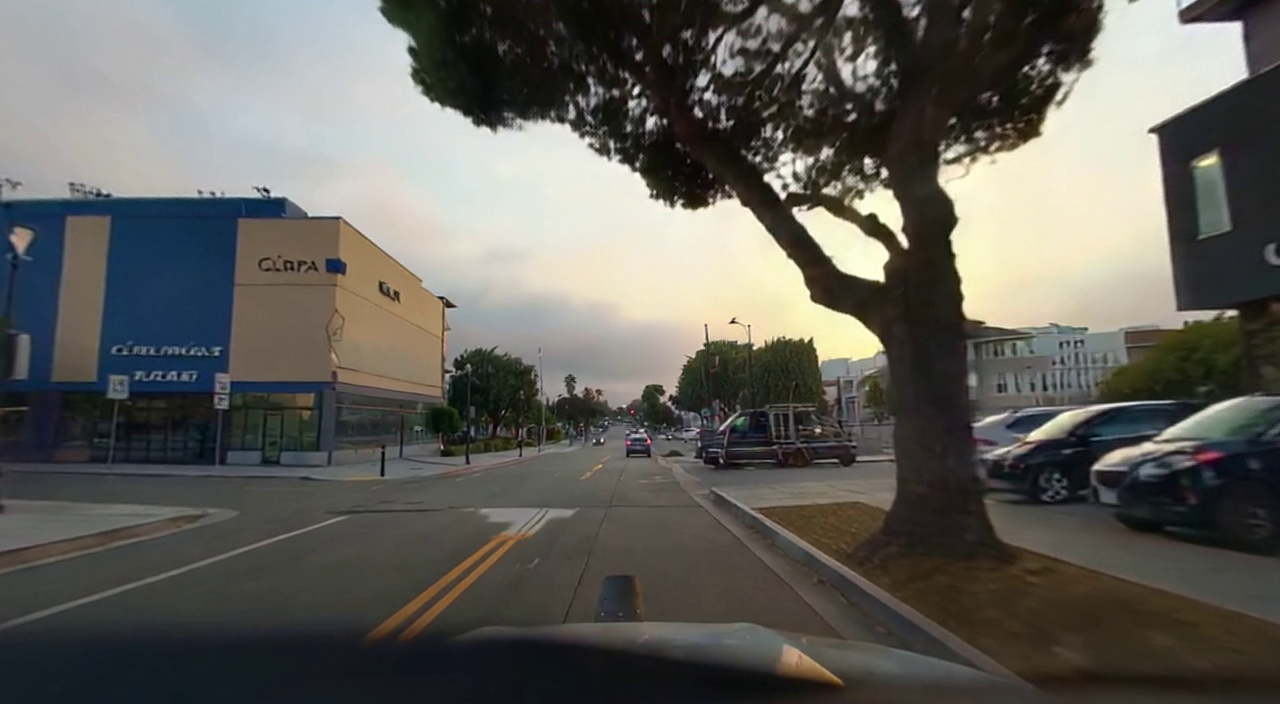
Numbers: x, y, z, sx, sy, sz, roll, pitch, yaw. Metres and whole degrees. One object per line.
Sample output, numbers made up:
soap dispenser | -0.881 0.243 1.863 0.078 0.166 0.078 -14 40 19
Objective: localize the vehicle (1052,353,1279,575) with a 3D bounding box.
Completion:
vehicle | 6.366 0.911 5.352 4.254 1.636 2.327 -3 -8 20

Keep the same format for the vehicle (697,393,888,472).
vehicle | 5.338 2.897 22.593 6.221 2.498 2.239 -5 -9 33
